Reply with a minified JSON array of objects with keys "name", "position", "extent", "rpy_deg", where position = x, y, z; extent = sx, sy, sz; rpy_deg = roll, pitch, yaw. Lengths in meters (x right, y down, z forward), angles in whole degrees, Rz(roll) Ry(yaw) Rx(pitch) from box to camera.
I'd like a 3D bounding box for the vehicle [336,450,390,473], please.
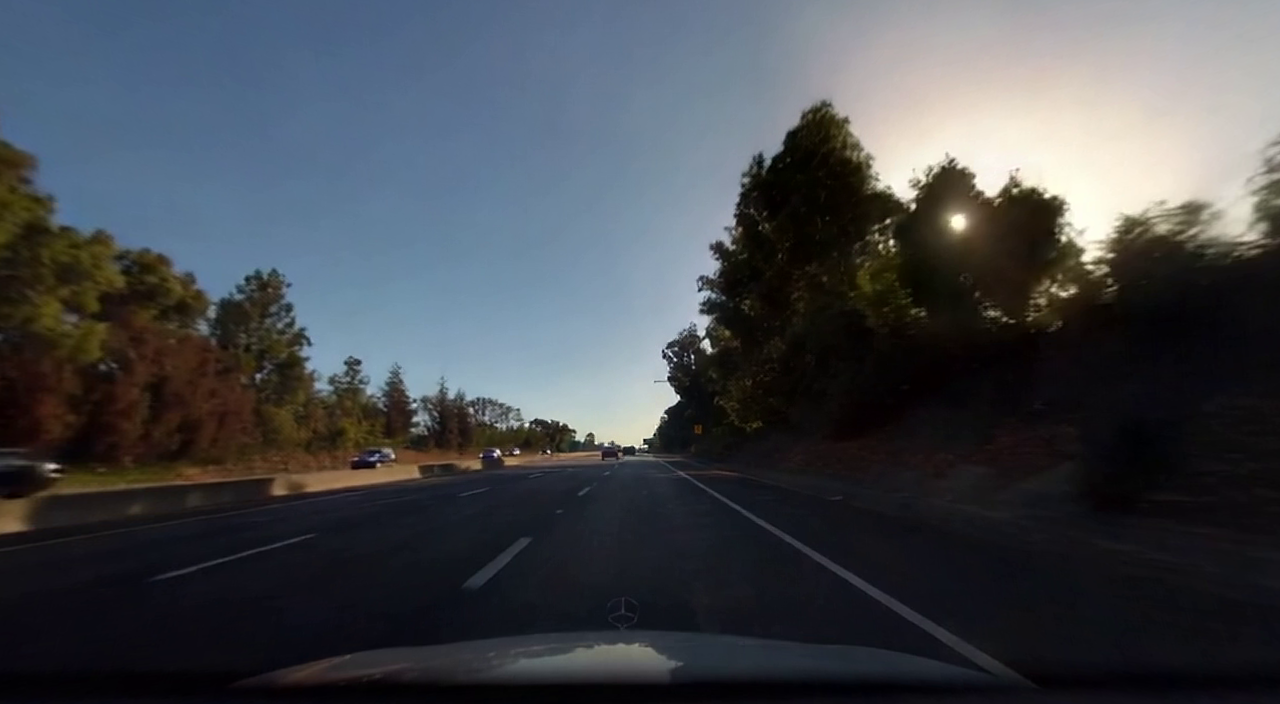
[{"name":"vehicle","position":[-19.168,7.566,43.529],"extent":[1.814,1.465,4.024],"rpy_deg":[0,-9,1]}]
